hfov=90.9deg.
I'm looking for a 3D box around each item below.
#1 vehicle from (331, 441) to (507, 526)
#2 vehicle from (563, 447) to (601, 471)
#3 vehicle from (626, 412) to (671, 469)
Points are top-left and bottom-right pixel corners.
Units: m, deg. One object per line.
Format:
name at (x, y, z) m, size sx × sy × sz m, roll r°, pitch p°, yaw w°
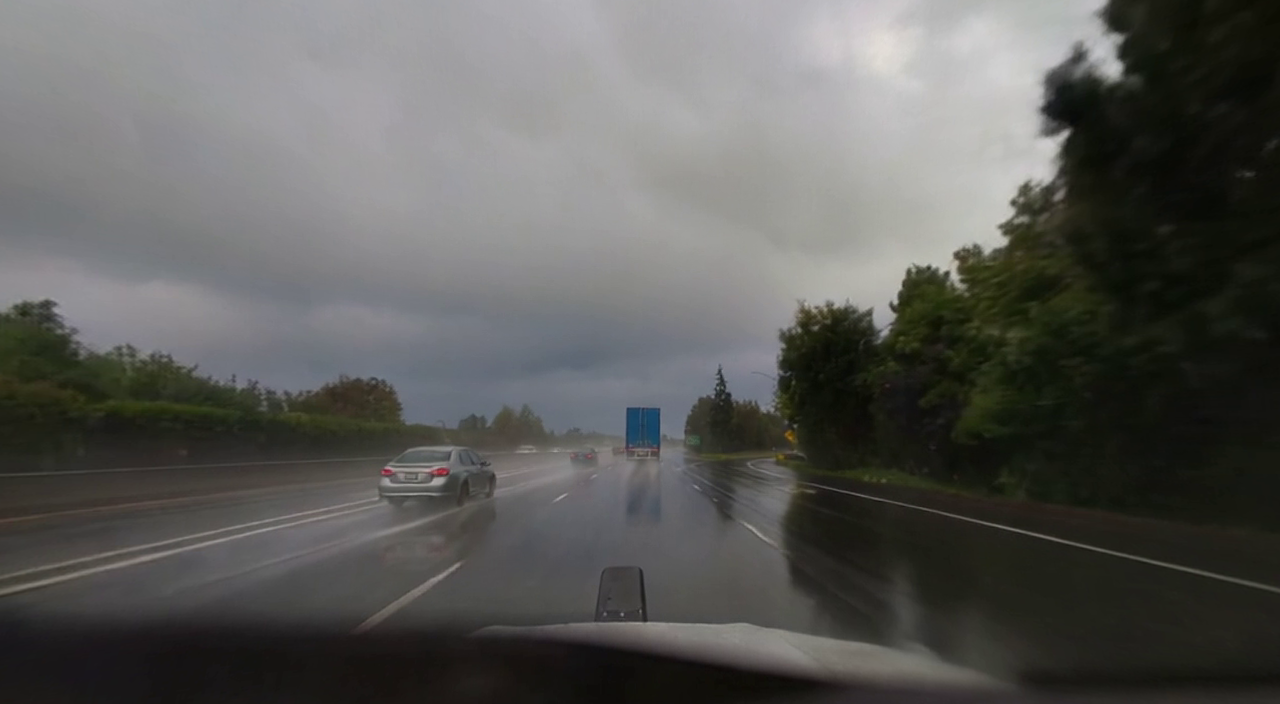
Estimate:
vehicle at (-4.301, 2.618, 13.169) m, size 2.010 × 1.461 × 4.391 m, roll 0°, pitch -9°, yaw 1°
vehicle at (-3.677, 6.920, 40.903) m, size 1.981 × 1.435 × 4.199 m, roll 0°, pitch -9°, yaw 1°
vehicle at (0.601, 6.430, 45.327) m, size 2.893 × 3.628 × 9.081 m, roll 0°, pitch -9°, yaw 1°
